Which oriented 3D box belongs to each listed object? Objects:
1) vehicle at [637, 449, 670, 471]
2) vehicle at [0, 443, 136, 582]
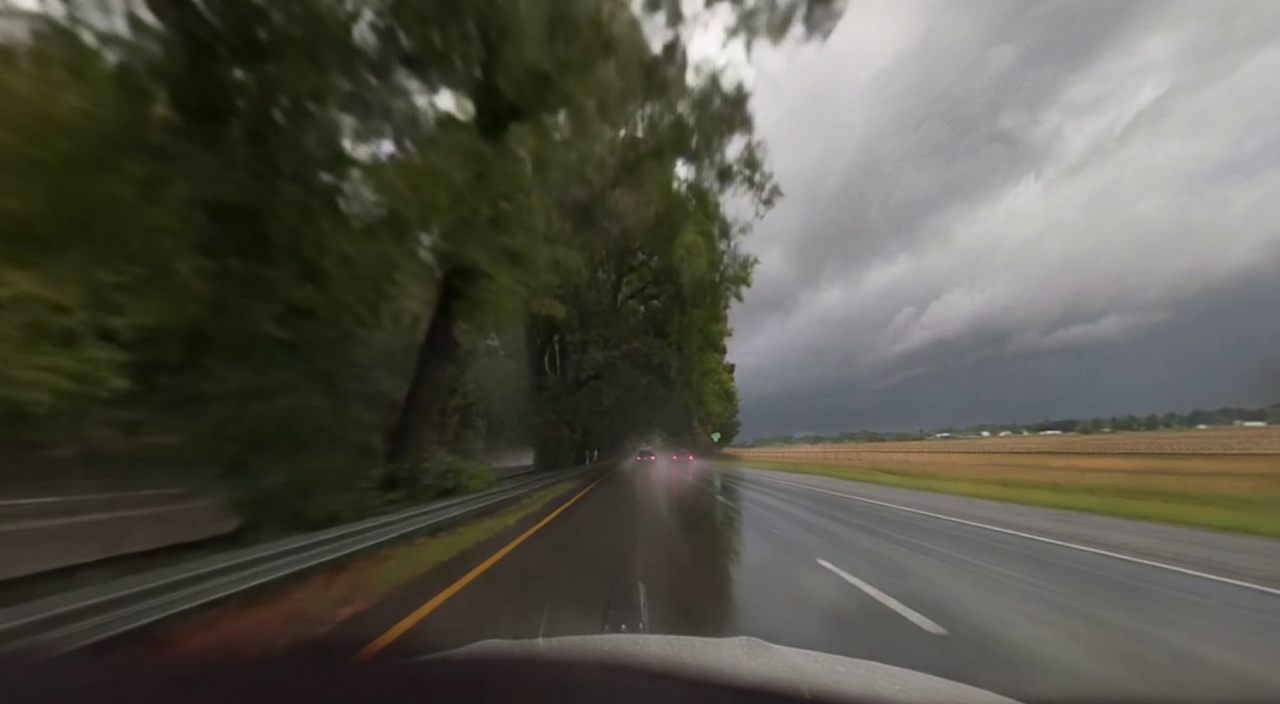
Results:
[{"bbox_3d":[0.898,7.643,44.700,2.162,1.492,3.975,0,-9,0],"label":"vehicle"},{"bbox_3d":[-8.238,1.790,6.900,1.924,1.563,4.206,0,-9,0],"label":"vehicle"}]
